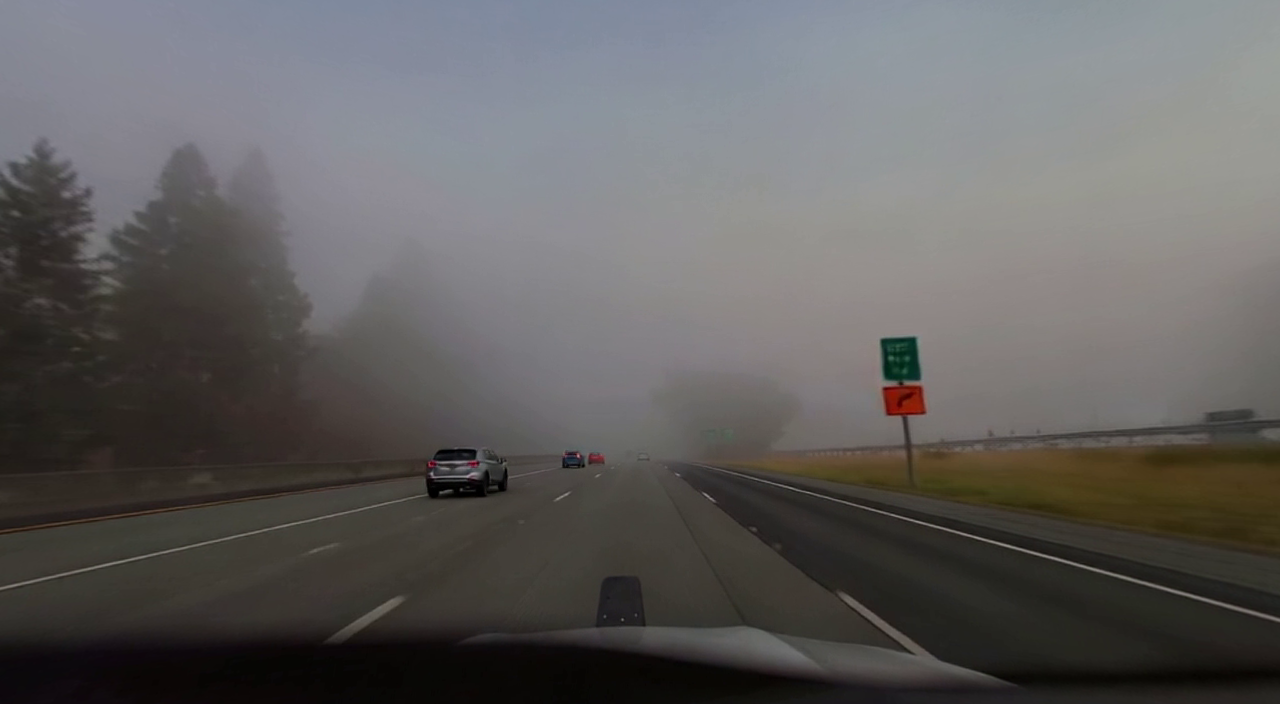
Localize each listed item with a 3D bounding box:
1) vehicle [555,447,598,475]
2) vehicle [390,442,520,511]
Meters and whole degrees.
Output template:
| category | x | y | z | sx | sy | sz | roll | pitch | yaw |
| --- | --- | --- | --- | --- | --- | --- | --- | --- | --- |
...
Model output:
| category | x | y | z | sx | sy | sz | roll | pitch | yaw |
| --- | --- | --- | --- | --- | --- | --- | --- | --- | --- |
| vehicle | -3.590 | 6.234 | 36.151 | 2.005 | 1.474 | 3.921 | 0 | -9 | 1 |
| vehicle | -4.568 | 3.131 | 16.369 | 1.975 | 1.501 | 4.603 | 0 | -9 | 0 |
